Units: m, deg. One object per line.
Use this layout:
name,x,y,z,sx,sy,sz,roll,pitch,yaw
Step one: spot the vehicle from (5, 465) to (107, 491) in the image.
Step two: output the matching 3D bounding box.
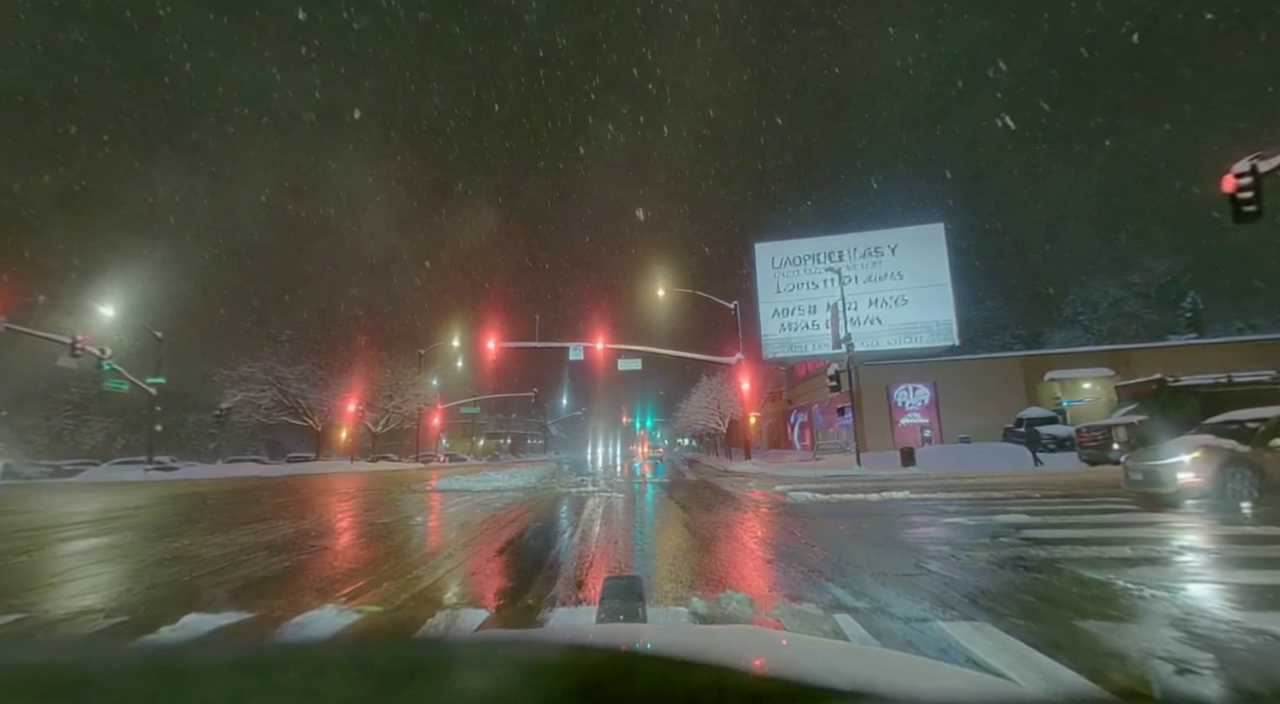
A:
vehicle,-38.624,8.303,41.902,1.826,1.432,4.530,-5,-10,30

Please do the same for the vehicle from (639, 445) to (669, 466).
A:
vehicle,1.051,7.842,48.079,2.168,1.545,4.047,0,-9,2

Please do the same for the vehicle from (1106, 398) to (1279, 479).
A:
vehicle,15.186,2.166,15.766,5.097,1.848,2.288,-2,-9,11
